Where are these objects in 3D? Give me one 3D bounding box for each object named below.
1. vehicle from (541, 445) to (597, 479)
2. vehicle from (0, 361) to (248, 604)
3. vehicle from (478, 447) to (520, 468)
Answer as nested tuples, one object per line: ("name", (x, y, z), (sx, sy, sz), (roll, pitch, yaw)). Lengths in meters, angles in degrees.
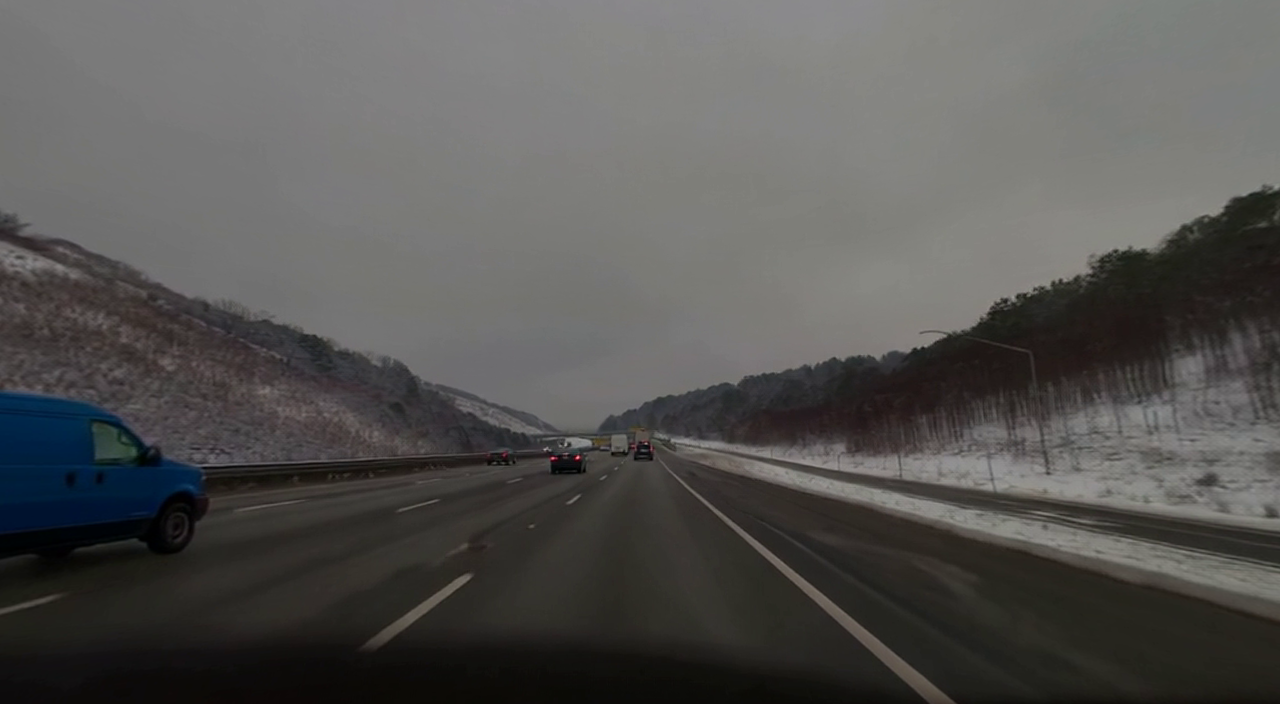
("vehicle", (-3.354, 5.318, 30.693), (2.080, 1.505, 4.649), (0, -9, 1))
("vehicle", (-6.904, 1.256, 6.169), (2.437, 2.135, 5.643), (0, -9, 1))
("vehicle", (-10.528, 7.914, 47.328), (1.945, 1.466, 4.947), (0, -9, 1))
